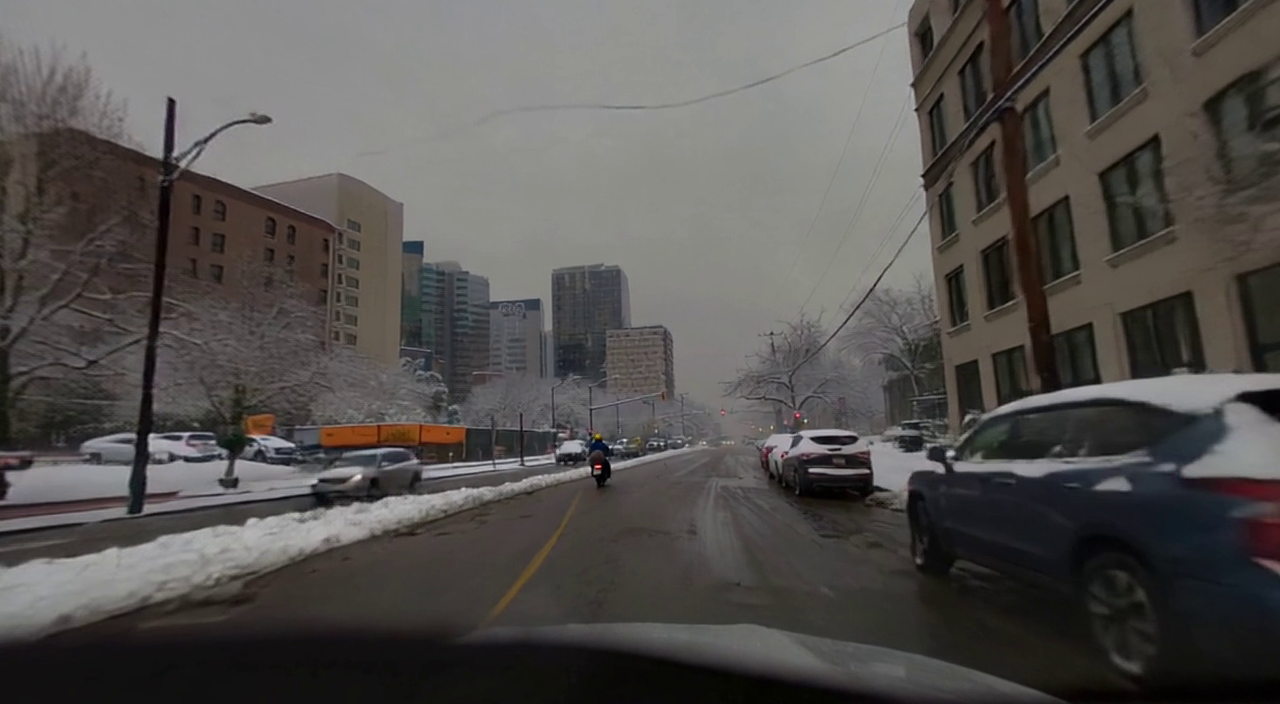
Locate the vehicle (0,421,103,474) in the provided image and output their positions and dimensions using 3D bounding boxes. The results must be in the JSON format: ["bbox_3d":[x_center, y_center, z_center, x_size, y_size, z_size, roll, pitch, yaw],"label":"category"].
[{"bbox_3d":[-43.262,6.910,45.901,3.045,3.446,8.002,2,-9,-15],"label":"vehicle"}]

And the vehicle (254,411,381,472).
[{"bbox_3d":[-20.652,5.782,41.251,3.283,3.441,8.669,-2,-7,4],"label":"vehicle"}]

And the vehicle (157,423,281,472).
[{"bbox_3d":[-26.963,6.157,40.896,2.933,2.907,6.416,-2,-8,9],"label":"vehicle"}]

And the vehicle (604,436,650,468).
[{"bbox_3d":[-0.647,5.454,34.549,1.925,1.602,4.090,-1,-8,8],"label":"vehicle"}]

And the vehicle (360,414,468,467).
[{"bbox_3d":[-14.622,5.913,42.020,2.990,3.144,9.080,-1,-8,6],"label":"vehicle"}]

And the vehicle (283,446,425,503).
[{"bbox_3d":[-8.801,3.769,19.997,1.905,1.536,4.714,-1,-8,6],"label":"vehicle"}]

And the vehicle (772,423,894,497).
[{"bbox_3d":[5.371,3.076,18.448,2.387,1.820,5.286,-1,-8,6],"label":"vehicle"}]

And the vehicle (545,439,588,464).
[{"bbox_3d":[-5.332,7.303,46.545,2.053,1.771,4.684,-1,-8,8],"label":"vehicle"}]

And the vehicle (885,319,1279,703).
[{"bbox_3d":[3.864,1.117,4.837,2.171,1.832,5.180,-1,-8,4],"label":"vehicle"}]
